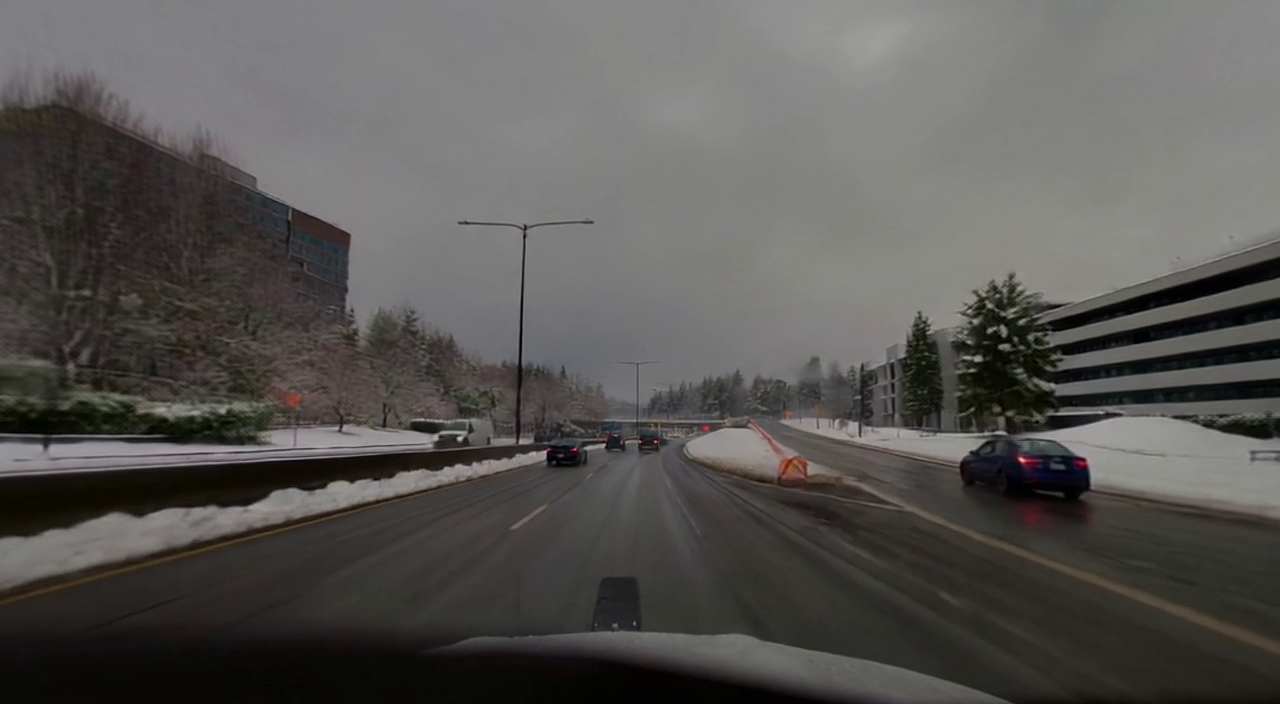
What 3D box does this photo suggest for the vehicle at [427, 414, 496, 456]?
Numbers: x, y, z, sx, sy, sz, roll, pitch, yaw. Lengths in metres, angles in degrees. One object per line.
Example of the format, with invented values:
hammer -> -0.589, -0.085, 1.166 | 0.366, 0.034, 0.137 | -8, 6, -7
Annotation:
vehicle -> -12.468, 5.879, 44.729 | 2.297, 2.733, 7.664 | 0, -8, 3

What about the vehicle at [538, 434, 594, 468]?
vehicle -> -3.253, 4.404, 28.392 | 1.848, 1.406, 4.013 | 0, -8, 3

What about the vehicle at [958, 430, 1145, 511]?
vehicle -> 8.698, 2.472, 13.739 | 1.913, 1.499, 3.581 | -1, -8, 6
